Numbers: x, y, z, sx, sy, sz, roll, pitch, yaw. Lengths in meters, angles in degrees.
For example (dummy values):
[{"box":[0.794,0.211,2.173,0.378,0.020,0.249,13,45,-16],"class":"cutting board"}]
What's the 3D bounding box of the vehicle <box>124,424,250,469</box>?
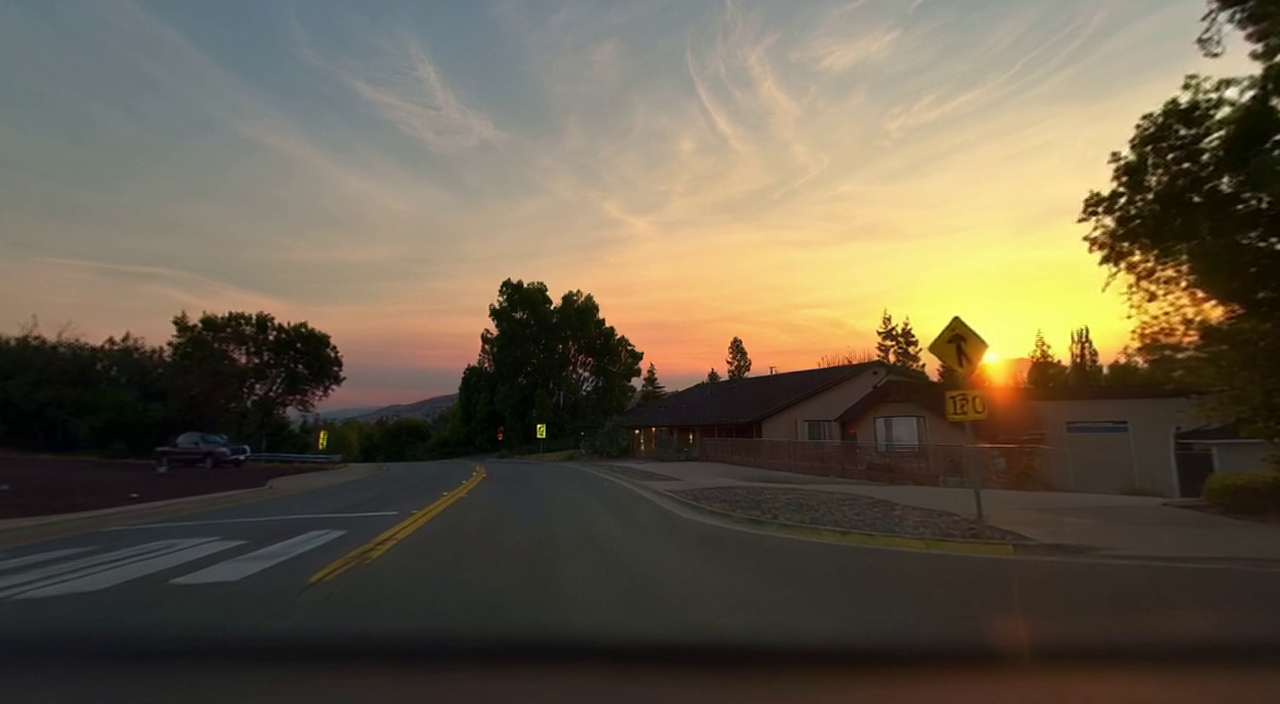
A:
[{"box":[-21.087,4.406,29.426,4.699,1.996,2.116,-2,-9,15],"class":"vehicle"}]
